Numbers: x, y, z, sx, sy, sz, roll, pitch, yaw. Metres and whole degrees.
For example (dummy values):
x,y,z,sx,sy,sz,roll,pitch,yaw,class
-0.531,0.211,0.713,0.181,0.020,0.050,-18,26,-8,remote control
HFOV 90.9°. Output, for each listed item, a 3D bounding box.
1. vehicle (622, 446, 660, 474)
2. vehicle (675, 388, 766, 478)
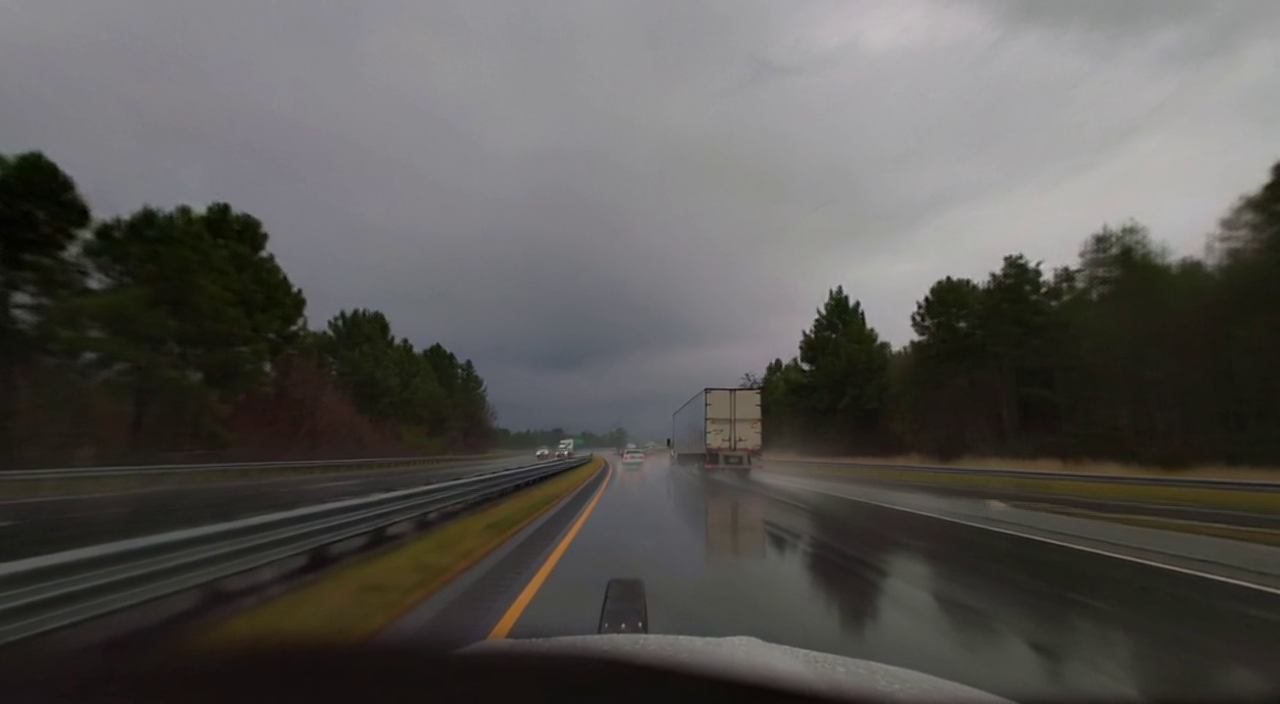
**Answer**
x,y,z,sx,sy,sz,roll,pitch,yaw,class
0.012,6.264,36.720,2.051,1.513,4.511,0,-9,-2,vehicle
4.038,4.811,35.849,2.883,4.057,14.579,0,-9,-1,vehicle
